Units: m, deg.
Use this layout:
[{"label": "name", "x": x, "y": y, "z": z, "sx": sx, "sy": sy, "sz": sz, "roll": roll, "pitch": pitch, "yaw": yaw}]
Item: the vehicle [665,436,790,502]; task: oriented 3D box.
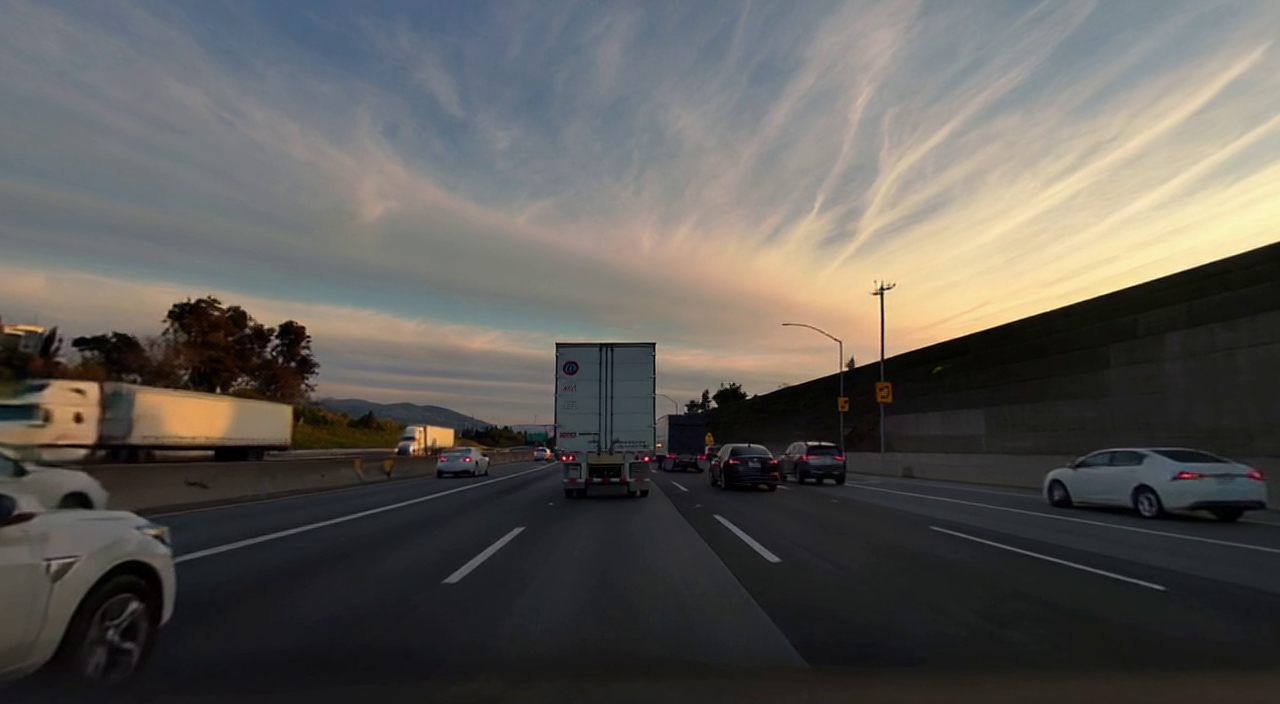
[{"label": "vehicle", "x": 2.939, "y": 4.654, "z": 26.426, "sx": 2.869, "sy": 1.940, "sz": 14.755, "roll": 0, "pitch": -9, "yaw": -1}]

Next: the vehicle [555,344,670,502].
[{"label": "vehicle", "x": -0.764, "y": 2.590, "z": 21.579, "sx": 2.906, "sy": 4.040, "sz": 10.743, "roll": 0, "pitch": -9, "yaw": -1}]

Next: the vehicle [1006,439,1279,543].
[{"label": "vehicle", "x": 9.369, "y": 2.390, "z": 11.662, "sx": 2.002, "sy": 1.472, "sz": 4.950, "roll": 0, "pitch": -9, "yaw": -4}]

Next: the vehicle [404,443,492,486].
[{"label": "vehicle", "x": -7.267, "y": 4.273, "z": 24.448, "sx": 1.973, "sy": 1.471, "sz": 4.779, "roll": 0, "pitch": -9, "yaw": -1}]

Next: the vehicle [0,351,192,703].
[{"label": "vehicle", "x": -3.328, "y": 0.656, "z": 1.197, "sx": 1.946, "sy": 1.641, "sz": 4.105, "roll": 0, "pitch": -9, "yaw": -1}]

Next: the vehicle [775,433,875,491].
[{"label": "vehicle", "x": 6.586, "y": 3.966, "z": 23.076, "sx": 2.070, "sy": 1.888, "sz": 4.546, "roll": 0, "pitch": -9, "yaw": -3}]
